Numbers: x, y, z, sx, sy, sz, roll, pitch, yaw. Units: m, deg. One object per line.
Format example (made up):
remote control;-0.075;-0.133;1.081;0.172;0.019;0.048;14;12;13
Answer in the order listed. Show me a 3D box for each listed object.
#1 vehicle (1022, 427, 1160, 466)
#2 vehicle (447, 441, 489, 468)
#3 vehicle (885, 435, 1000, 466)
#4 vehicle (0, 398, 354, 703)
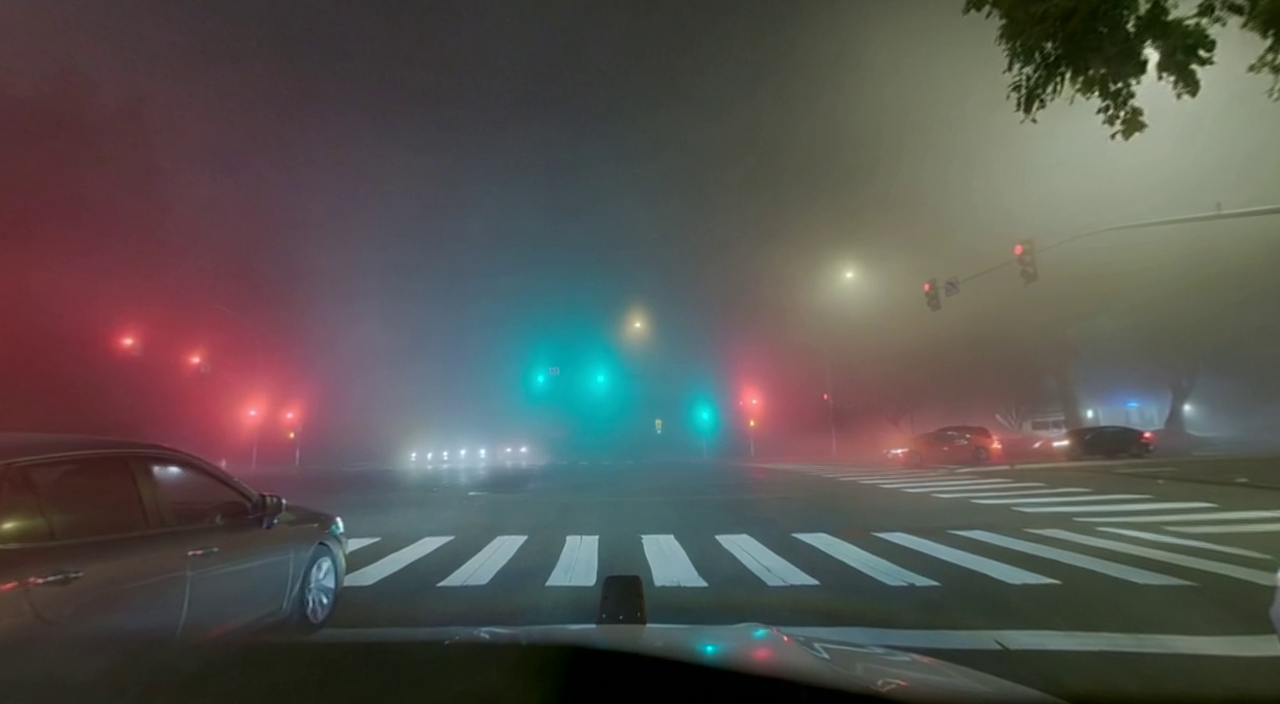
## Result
vehicle;18.179;3.813;25.589;4.181;1.483;1.831;0;-8;-3
vehicle;-12.843;7.647;47.407;2.051;1.715;4.346;-2;-6;-3
vehicle;14.948;4.892;31.404;4.660;1.495;2.007;0;-8;-2
vehicle;-3.073;0.937;2.330;1.919;1.478;4.720;0;-8;-1
